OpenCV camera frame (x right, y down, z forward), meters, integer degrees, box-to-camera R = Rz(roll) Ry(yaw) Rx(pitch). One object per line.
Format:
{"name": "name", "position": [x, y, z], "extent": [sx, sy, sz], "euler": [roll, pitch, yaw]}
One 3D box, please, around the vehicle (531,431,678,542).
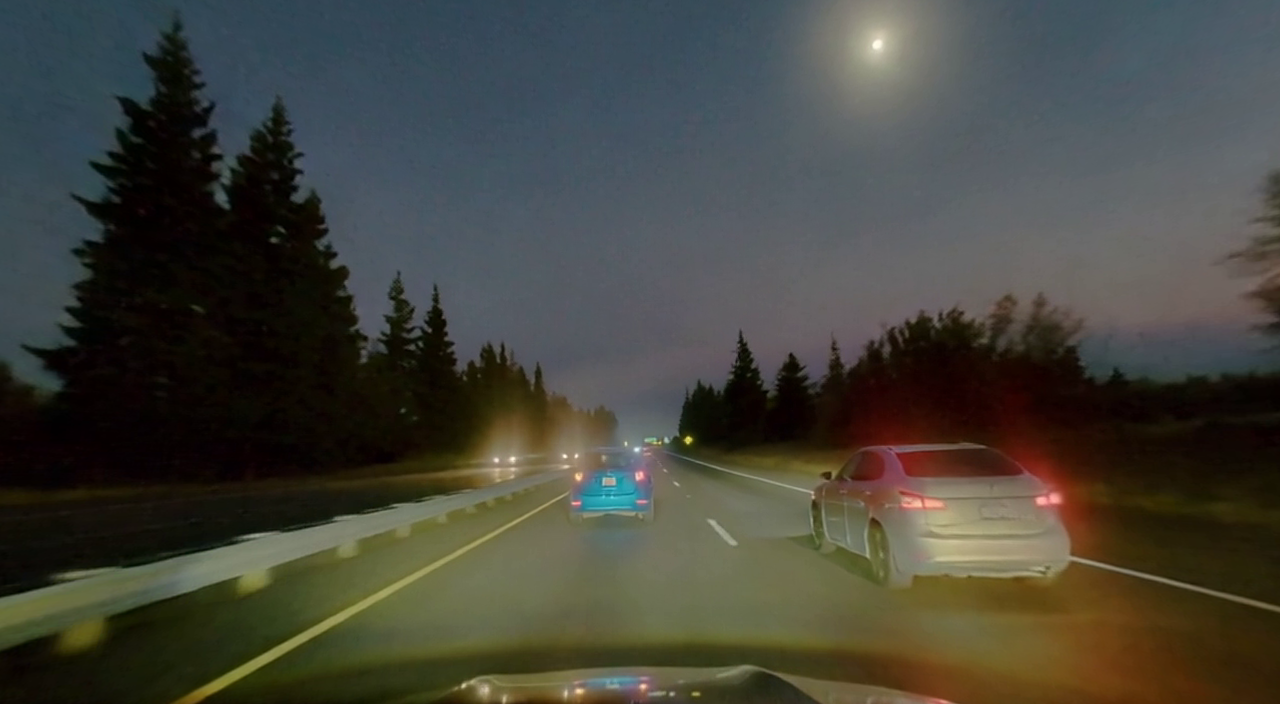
{"name": "vehicle", "position": [-0.531, 2.246, 11.094], "extent": [2.083, 1.548, 4.251], "euler": [0, -9, -1]}

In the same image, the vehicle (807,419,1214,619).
{"name": "vehicle", "position": [3.450, 1.615, 6.979], "extent": [2.021, 1.533, 4.014], "euler": [0, -9, 0]}
